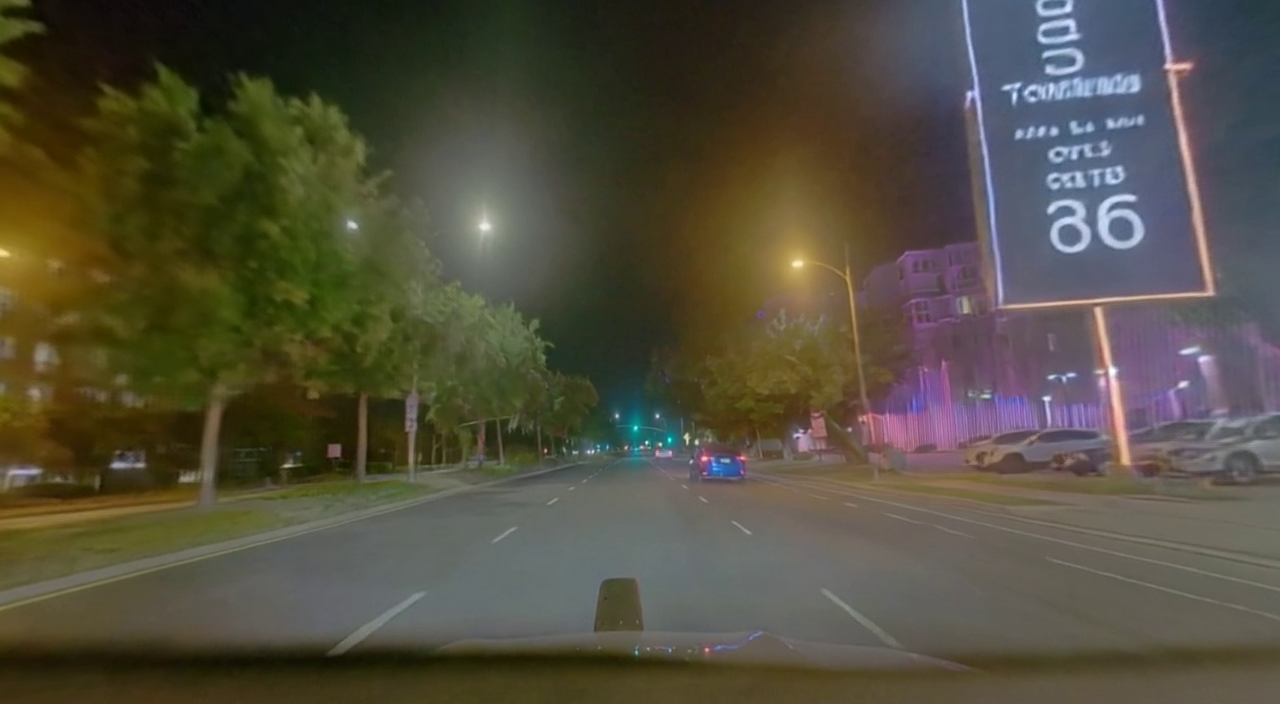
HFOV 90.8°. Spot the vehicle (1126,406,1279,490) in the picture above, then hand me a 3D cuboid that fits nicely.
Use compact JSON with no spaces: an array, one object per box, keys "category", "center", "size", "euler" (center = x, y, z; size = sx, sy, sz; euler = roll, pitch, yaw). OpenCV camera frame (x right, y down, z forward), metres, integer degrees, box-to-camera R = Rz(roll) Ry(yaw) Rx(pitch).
[{"category":"vehicle","center":[16.164,2.423,16.025],"size":[5.749,1.961,2.230],"euler":[0,-8,-1]}]

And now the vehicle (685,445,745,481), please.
[{"category":"vehicle","center":[3.333,5.005,28.896],"size":[2.033,1.482,4.571],"euler":[0,-8,-2]}]
